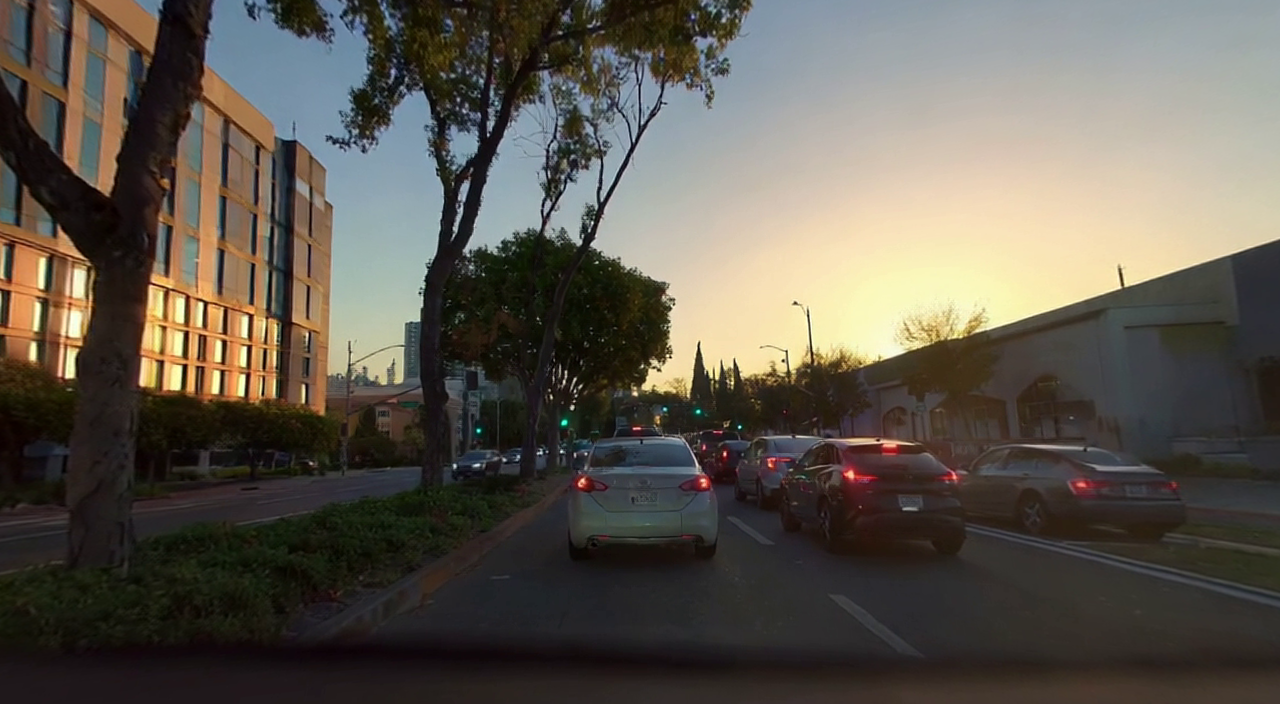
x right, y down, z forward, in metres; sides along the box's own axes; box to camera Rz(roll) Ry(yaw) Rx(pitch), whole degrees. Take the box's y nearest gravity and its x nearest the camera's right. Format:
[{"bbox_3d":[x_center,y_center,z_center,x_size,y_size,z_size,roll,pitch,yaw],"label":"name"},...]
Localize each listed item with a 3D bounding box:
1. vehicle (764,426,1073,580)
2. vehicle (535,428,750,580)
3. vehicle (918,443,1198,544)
[{"bbox_3d":[3.172,1.811,8.484,1.995,1.483,4.533,0,-8,-1],"label":"vehicle"},{"bbox_3d":[-0.014,1.801,8.327,2.105,1.474,4.127,0,-8,-1],"label":"vehicle"},{"bbox_3d":[6.527,2.209,10.531,1.915,1.338,3.874,0,-8,-2],"label":"vehicle"}]
